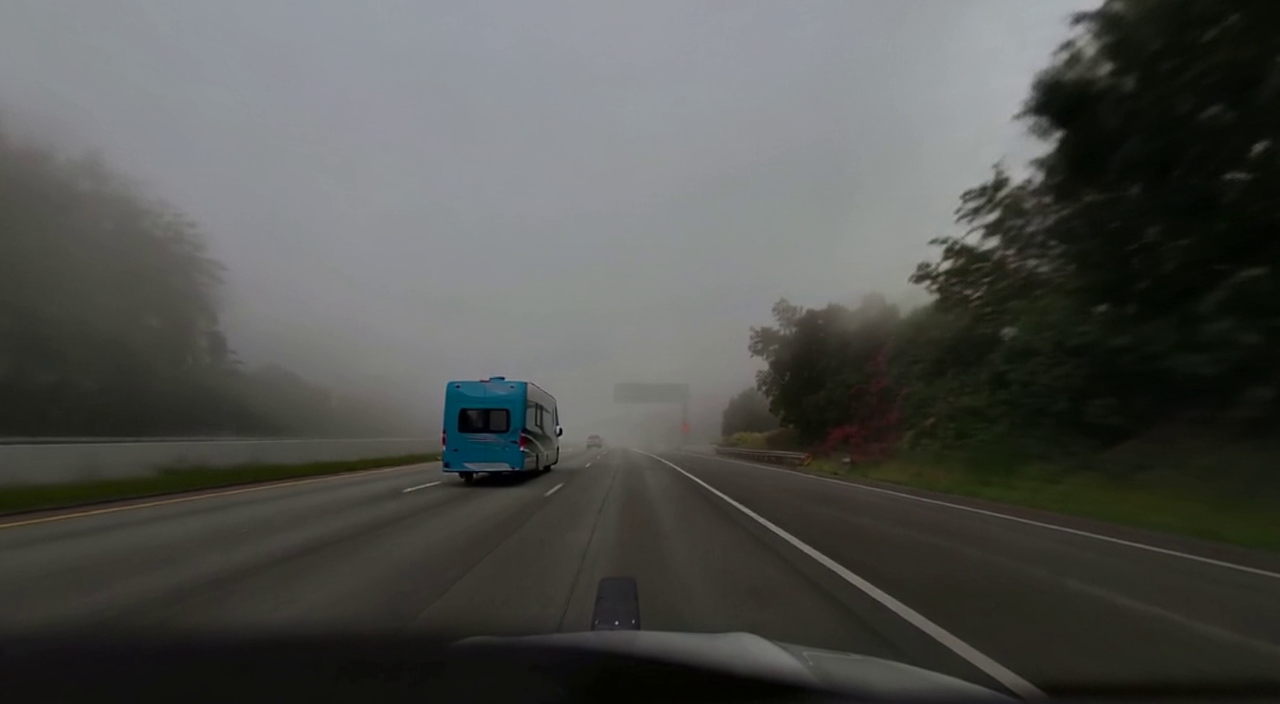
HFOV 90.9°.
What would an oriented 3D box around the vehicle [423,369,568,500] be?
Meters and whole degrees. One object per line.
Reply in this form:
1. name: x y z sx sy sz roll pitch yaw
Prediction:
1. vehicle: -4.026 2.515 19.464 2.676 3.269 7.388 0 -7 0
